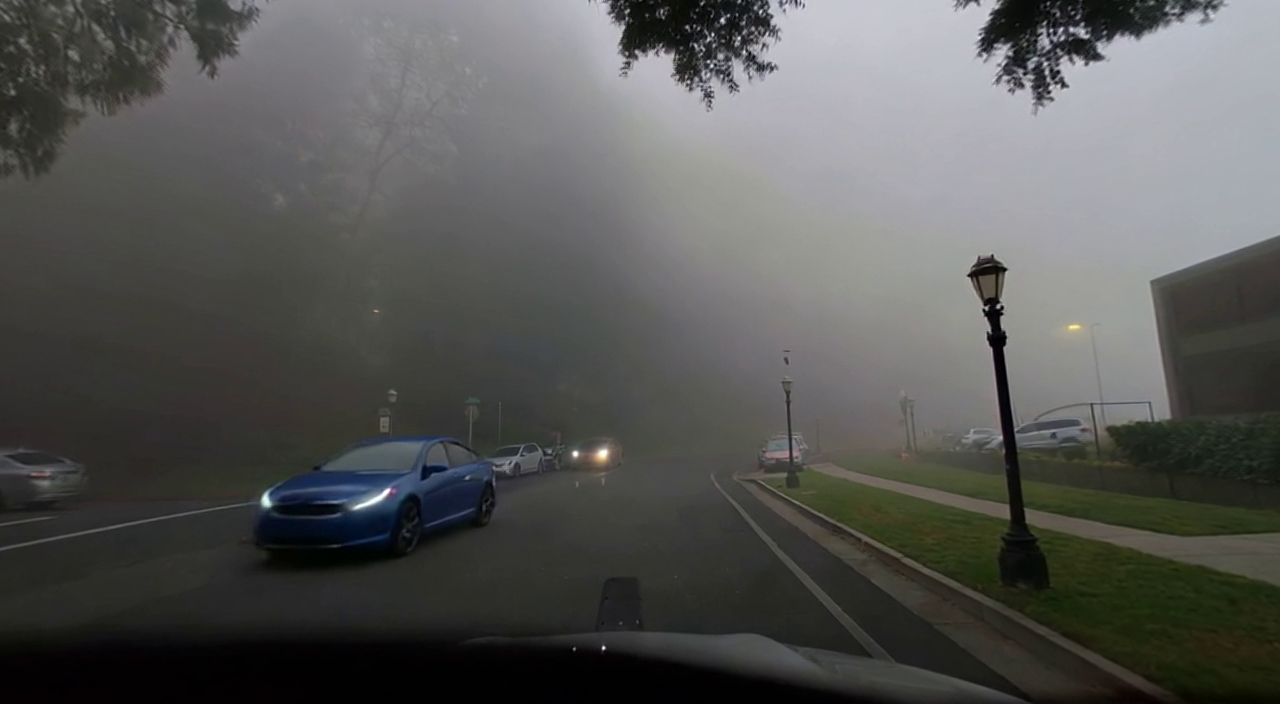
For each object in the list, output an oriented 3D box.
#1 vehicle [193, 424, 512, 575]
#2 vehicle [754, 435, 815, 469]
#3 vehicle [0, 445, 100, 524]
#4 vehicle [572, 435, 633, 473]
[{"bbox_3d":[-3.417,1.852,8.791,2.056,1.508,4.596,-1,-9,4],"label":"vehicle"},{"bbox_3d":[6.683,4.686,29.722,1.918,1.461,4.419,0,-8,1],"label":"vehicle"},{"bbox_3d":[-15.164,2.925,14.235,4.106,1.620,2.065,0,-9,2],"label":"vehicle"},{"bbox_3d":[-1.713,4.878,30.277,2.110,1.651,4.410,-1,-9,7],"label":"vehicle"}]
